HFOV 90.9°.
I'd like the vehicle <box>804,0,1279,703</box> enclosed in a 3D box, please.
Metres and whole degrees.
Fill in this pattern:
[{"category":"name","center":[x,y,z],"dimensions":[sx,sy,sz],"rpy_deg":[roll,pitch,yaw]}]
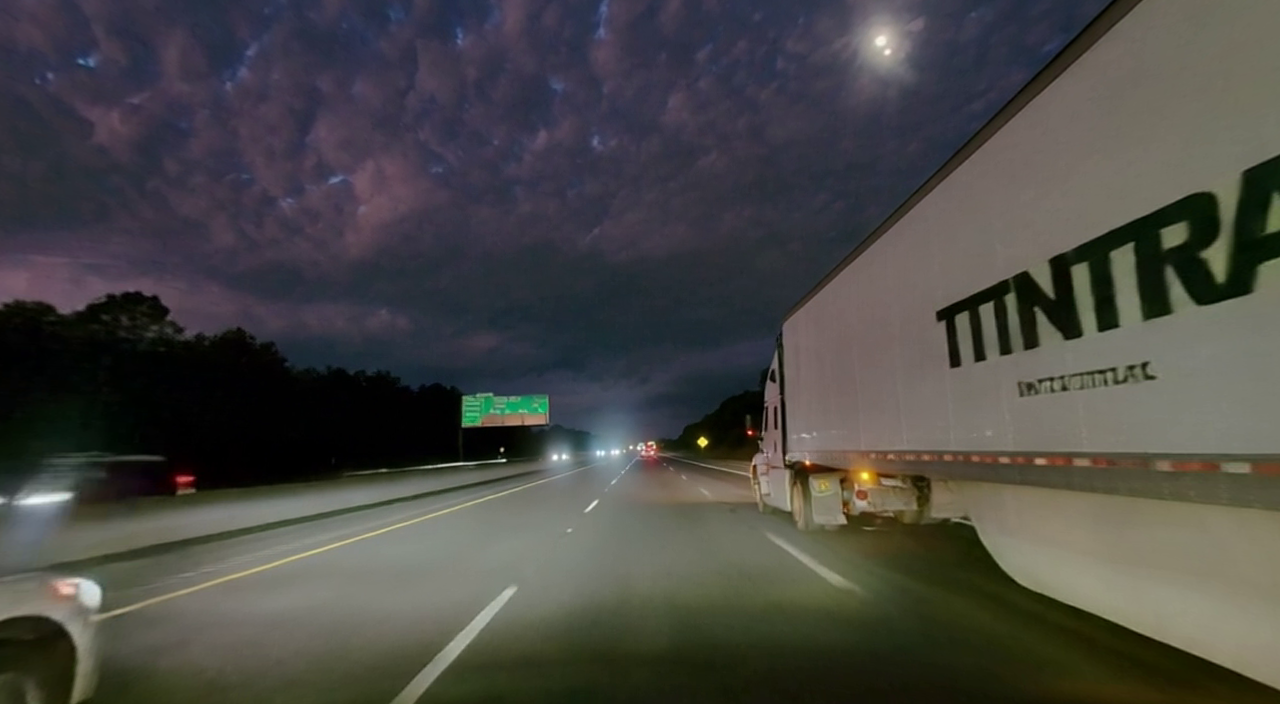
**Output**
[{"category":"vehicle","center":[4.020,-0.307,2.367],"dimensions":[2.947,4.020,14.220],"rpy_deg":[0,-9,0]}]

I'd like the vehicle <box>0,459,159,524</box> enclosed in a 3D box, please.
[{"category":"vehicle","center":[-15.148,3.594,16.688],"dimensions":[1.889,1.458,3.634],"rpy_deg":[0,-9,0]}]
